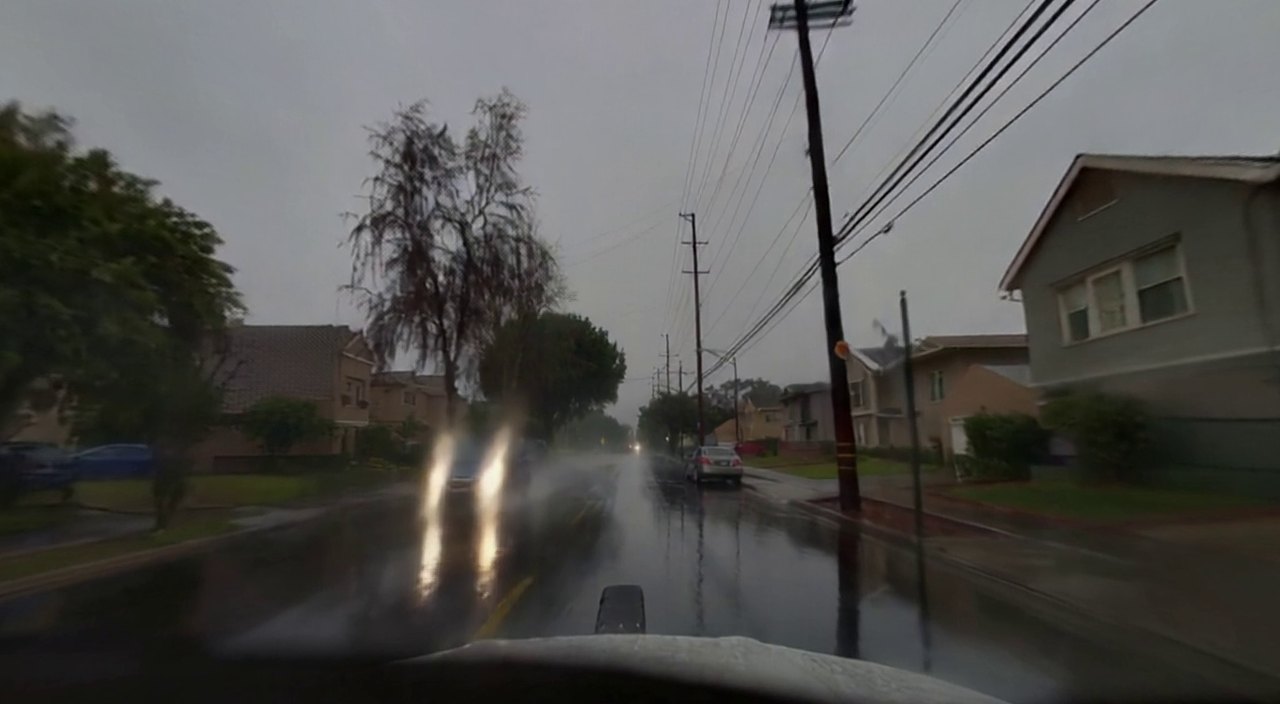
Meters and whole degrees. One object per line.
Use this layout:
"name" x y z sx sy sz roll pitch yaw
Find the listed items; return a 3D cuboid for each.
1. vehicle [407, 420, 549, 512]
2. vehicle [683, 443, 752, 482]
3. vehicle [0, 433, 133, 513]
"vehicle" -3.629 2.641 15.149 2.032 1.836 4.520 0 -8 2
"vehicle" 3.094 4.529 26.217 1.944 1.439 4.500 1 -8 -4
"vehicle" -13.314 2.377 12.710 4.443 1.475 1.932 1 -8 -2
